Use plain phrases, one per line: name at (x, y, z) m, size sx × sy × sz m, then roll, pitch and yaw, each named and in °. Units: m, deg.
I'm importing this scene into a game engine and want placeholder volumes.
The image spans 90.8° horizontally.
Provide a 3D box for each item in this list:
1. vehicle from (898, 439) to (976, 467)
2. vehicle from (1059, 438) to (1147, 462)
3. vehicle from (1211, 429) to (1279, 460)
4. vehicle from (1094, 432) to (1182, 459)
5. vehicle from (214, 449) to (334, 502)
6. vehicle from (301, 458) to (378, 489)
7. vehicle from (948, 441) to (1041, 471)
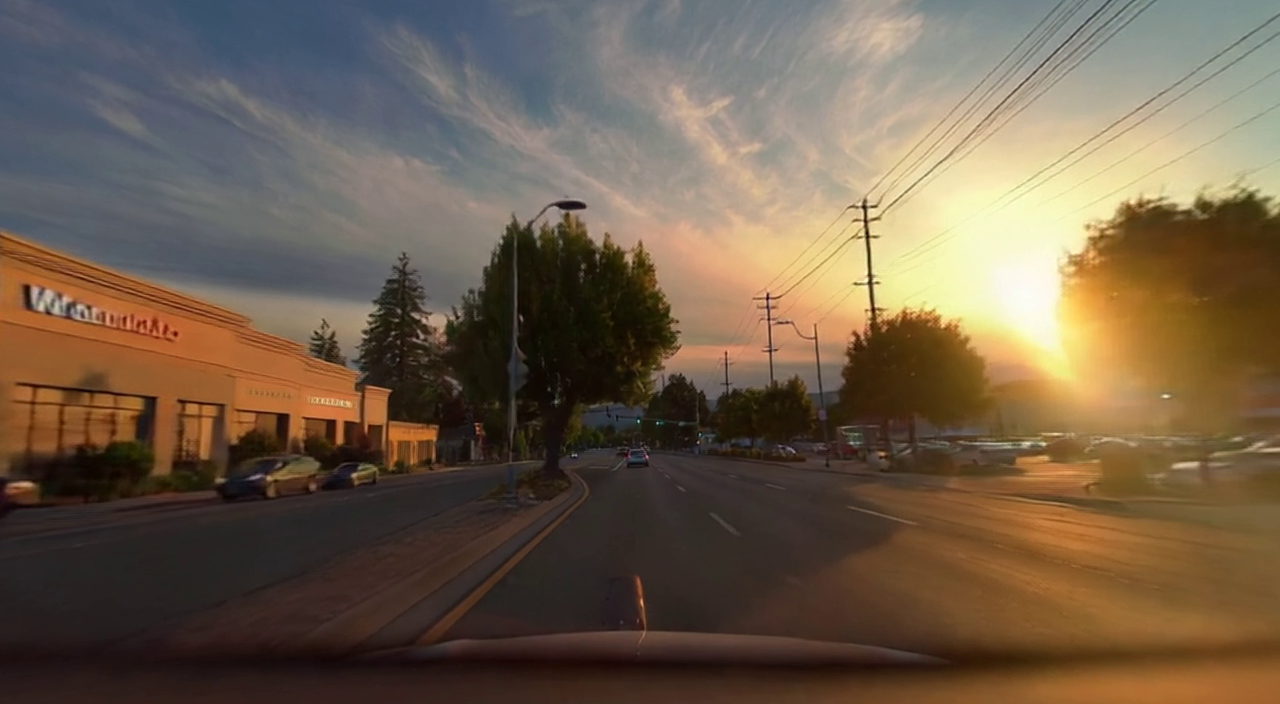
vehicle at (19.118, 6.480, 40.634) m, size 4.630 × 1.704 × 2.063 m, roll 4°, pitch -10°, yaw -27°
vehicle at (31.735, 6.725, 43.400) m, size 4.446 × 1.560 × 1.943 m, roll 0°, pitch -9°, yaw 3°
vehicle at (37.813, 5.601, 38.225) m, size 4.379 × 1.756 × 2.053 m, roll 0°, pitch -9°, yaw 0°
vehicle at (38.098, 7.142, 48.401) m, size 4.809 × 1.814 × 2.098 m, roll -2°, pitch -8°, yaw 3°
vehicle at (-14.493, 4.848, 25.420) m, size 2.046 × 1.900 × 4.689 m, roll 0°, pitch -9°, yaw -1°
vehicle at (-16.745, 6.766, 35.476) m, size 1.888 × 1.591 × 4.431 m, roll -1°, pitch -9°, yaw 3°
vehicle at (19.356, 5.642, 34.439) m, size 4.731 × 1.535 × 2.079 m, roll 4°, pitch -10°, yaw -27°
